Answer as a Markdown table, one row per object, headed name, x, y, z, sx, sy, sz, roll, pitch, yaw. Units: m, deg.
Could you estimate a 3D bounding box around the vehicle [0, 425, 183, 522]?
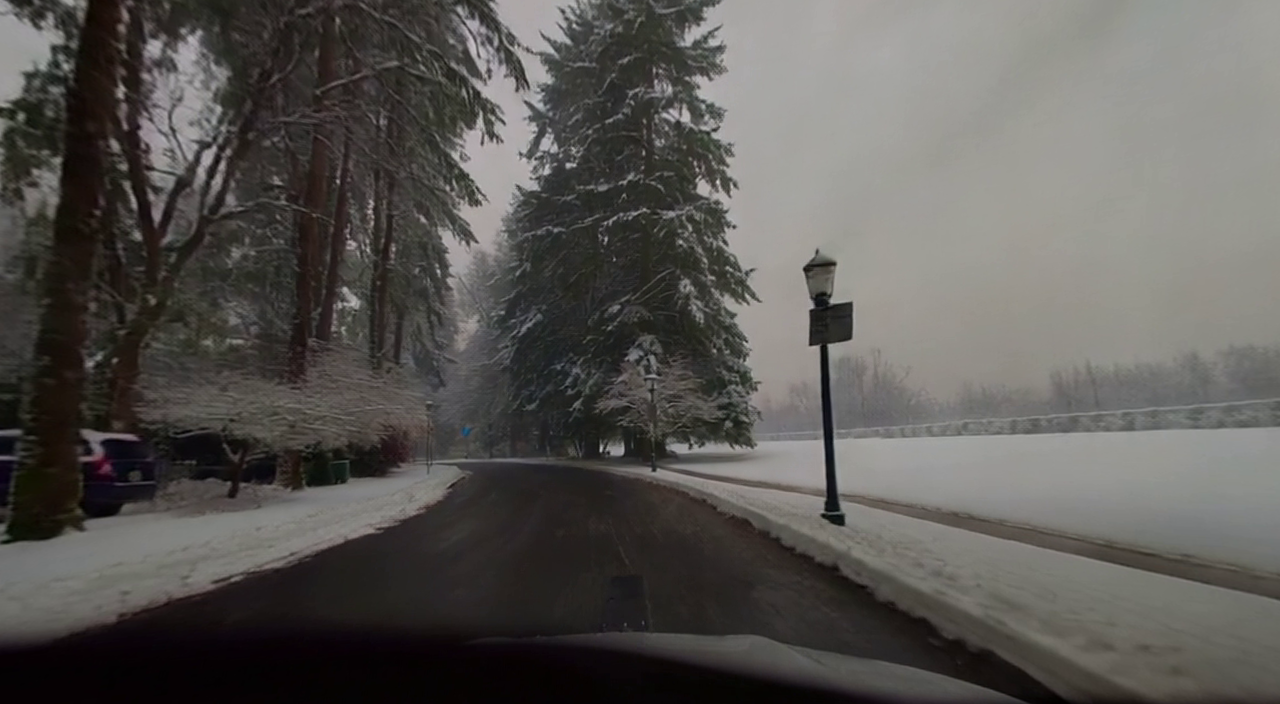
| name | x | y | z | sx | sy | sz | roll | pitch | yaw |
| --- | --- | --- | --- | --- | --- | --- | --- | --- | --- |
| vehicle | -11.552 | 2.222 | 11.811 | 4.471 | 1.638 | 1.877 | 0 | -8 | 1 |
